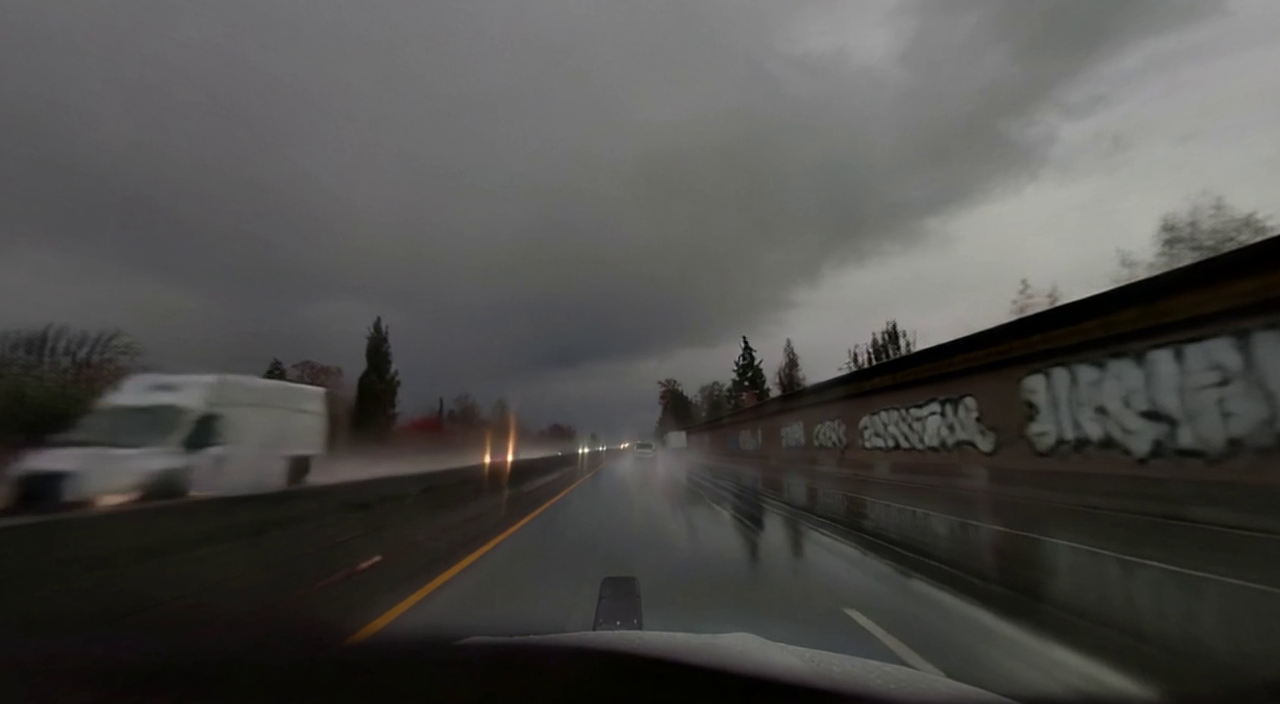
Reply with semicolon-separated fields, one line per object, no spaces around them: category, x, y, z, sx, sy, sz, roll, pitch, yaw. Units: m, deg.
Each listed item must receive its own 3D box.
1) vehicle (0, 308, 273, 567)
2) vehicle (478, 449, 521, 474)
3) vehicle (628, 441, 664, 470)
vehicle;-8.966;1.349;9.608;2.686;3.050;6.421;-1;-9;0
vehicle;-9.214;7.167;41.357;1.895;1.498;4.329;0;-9;-1
vehicle;0.301;6.362;38.739;2.095;1.671;4.219;0;-9;-1
